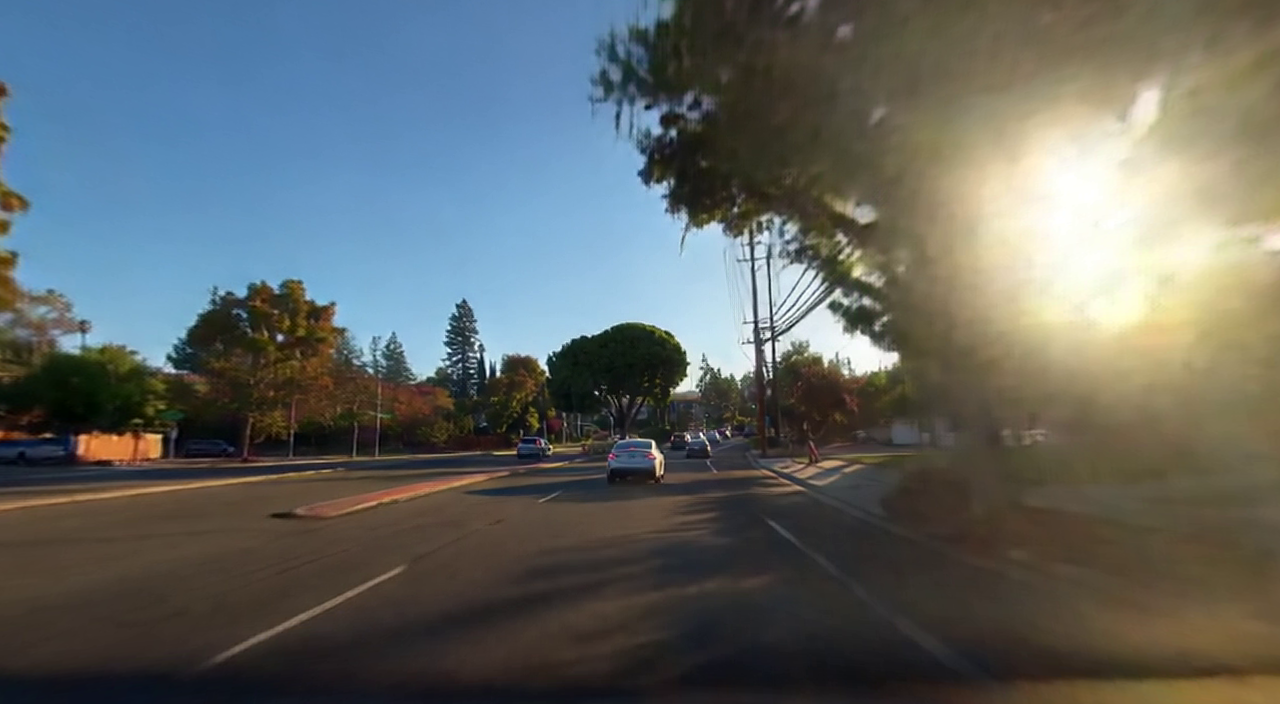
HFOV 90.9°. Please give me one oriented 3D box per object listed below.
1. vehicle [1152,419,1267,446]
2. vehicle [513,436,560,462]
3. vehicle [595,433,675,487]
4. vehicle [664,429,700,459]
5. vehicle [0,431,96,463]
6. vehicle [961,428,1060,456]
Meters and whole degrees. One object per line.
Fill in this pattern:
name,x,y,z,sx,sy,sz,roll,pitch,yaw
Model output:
vehicle,34.029,4.858,37.806,4.628,1.467,1.923,-2,-9,13
vehicle,-6.504,6.144,39.995,1.983,1.485,4.159,-1,-8,4
vehicle,-0.025,3.299,19.518,2.117,1.474,4.036,-1,-8,5
vehicle,3.012,6.503,44.588,2.158,1.939,4.935,-1,-9,8
vehicle,-33.351,5.394,35.316,1.857,1.580,4.336,0,-11,-1
vehicle,22.073,5.391,37.705,4.674,1.500,1.889,1,-9,9
